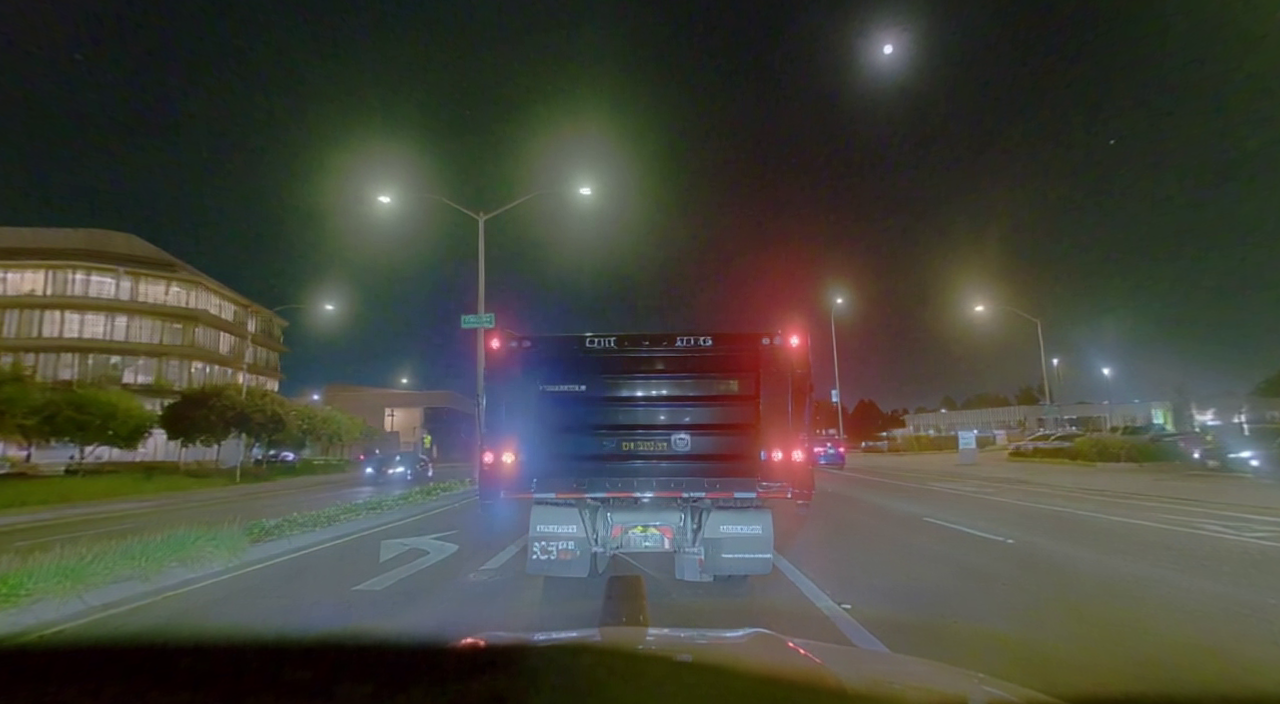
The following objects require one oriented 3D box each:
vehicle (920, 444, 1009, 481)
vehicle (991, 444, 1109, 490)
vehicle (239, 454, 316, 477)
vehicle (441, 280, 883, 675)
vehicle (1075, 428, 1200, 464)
[{"bbox_3d":[14.124,4.798,27.749,1.777,1.488,4.081,-1,-8,1],"label":"vehicle"},{"bbox_3d":[14.286,3.990,22.254,1.702,1.475,3.670,-1,-8,1],"label":"vehicle"},{"bbox_3d":[-24.962,7.810,43.461,4.409,1.446,1.862,-2,-8,12],"label":"vehicle"},{"bbox_3d":[0.283,1.242,7.416,2.650,2.391,7.008,-1,-8,3],"label":"vehicle"},{"bbox_3d":[23.123,4.387,29.446,4.171,1.614,1.894,-1,-8,1],"label":"vehicle"}]
